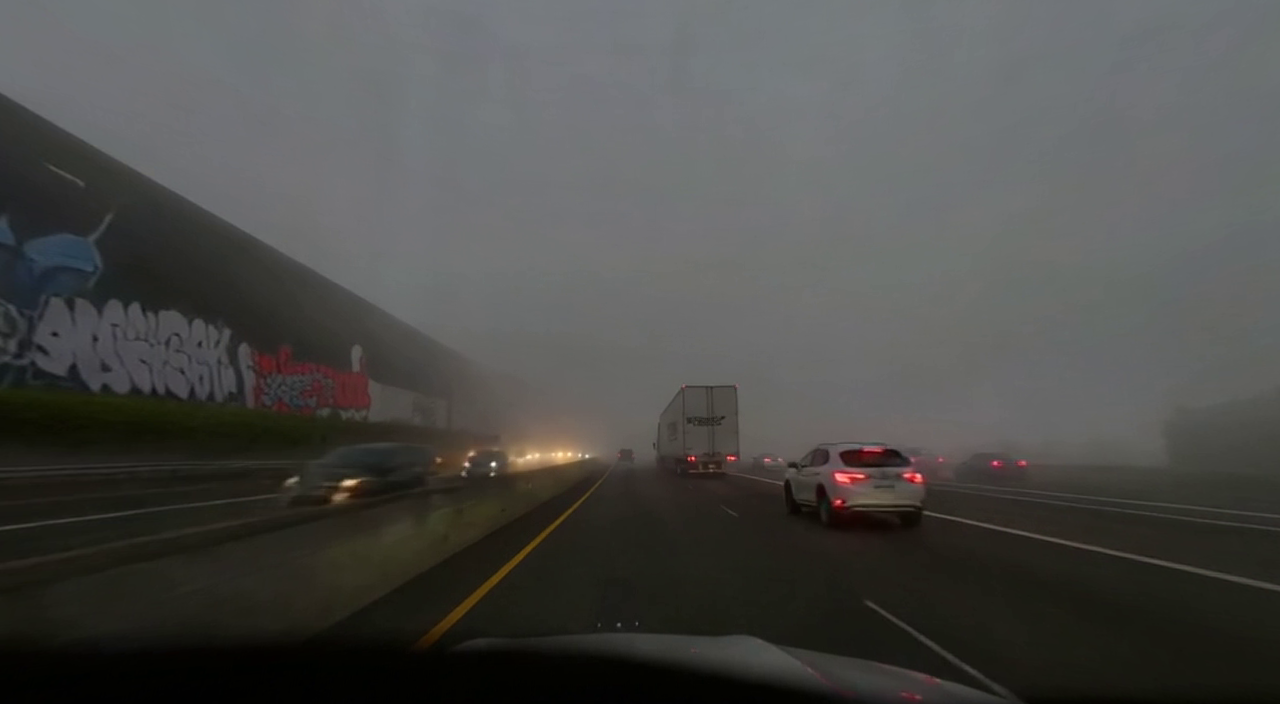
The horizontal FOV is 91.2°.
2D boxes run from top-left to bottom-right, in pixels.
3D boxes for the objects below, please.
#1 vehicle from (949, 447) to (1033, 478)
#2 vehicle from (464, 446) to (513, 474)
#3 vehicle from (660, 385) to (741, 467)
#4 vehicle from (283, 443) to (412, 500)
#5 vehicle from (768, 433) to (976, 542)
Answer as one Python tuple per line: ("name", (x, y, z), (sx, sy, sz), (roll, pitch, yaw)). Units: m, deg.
("vehicle", (18.530, 5.861, 33.373), (1.811, 1.499, 4.472), (0, -9, -1))
("vehicle", (-8.882, 6.381, 37.105), (1.892, 1.508, 3.980), (0, -9, 0))
("vehicle", (3.503, 5.309, 42.117), (3.317, 4.314, 17.803), (0, -9, -1))
("vehicle", (-8.677, 3.561, 19.091), (1.874, 1.494, 4.394), (0, -9, -1))
("vehicle", (3.928, 2.380, 11.639), (2.085, 1.588, 4.436), (0, -9, -1))
